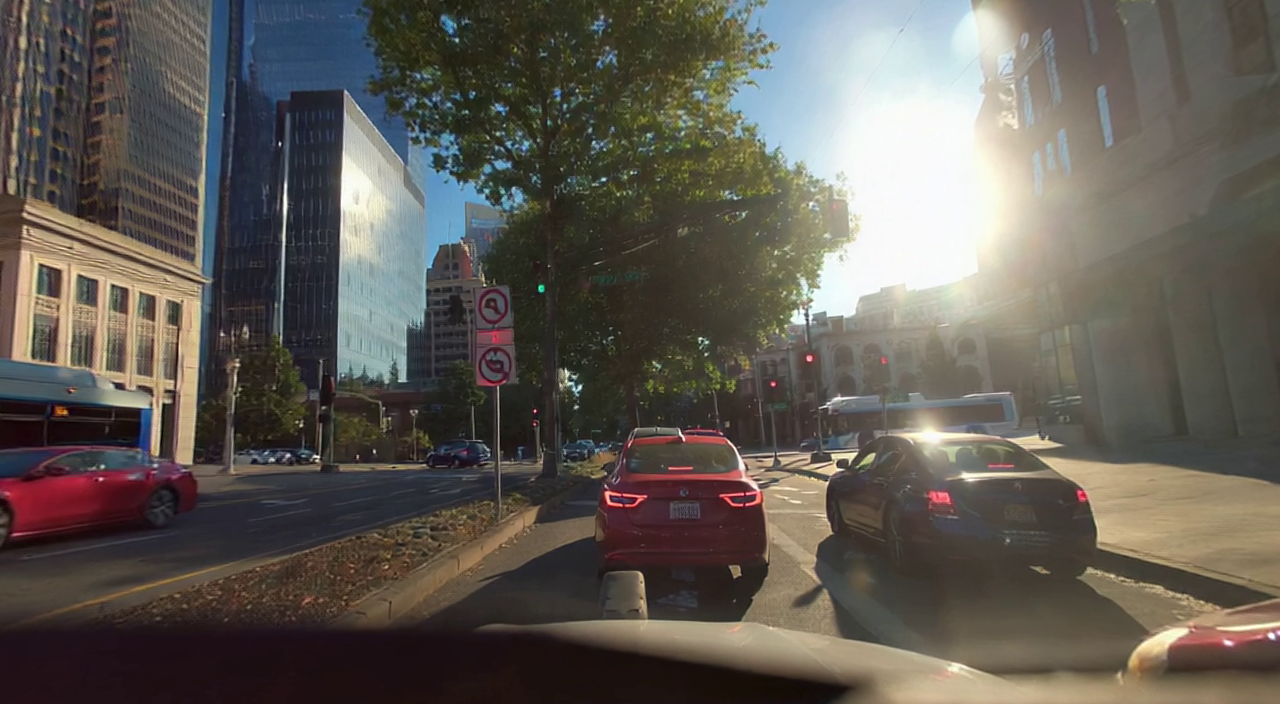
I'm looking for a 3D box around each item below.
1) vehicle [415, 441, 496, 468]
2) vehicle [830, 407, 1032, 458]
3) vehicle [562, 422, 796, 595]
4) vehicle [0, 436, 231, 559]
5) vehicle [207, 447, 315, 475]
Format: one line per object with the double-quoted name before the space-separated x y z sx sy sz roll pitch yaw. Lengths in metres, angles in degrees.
"vehicle" -11.844 6.553 40.654 4.561 1.645 1.892 6 -10 -35
"vehicle" 22.149 6.284 48.962 13.811 3.706 2.997 -1 -9 5
"vehicle" 0.367 1.630 7.394 2.006 1.470 3.799 0 -8 1
"vehicle" -8.913 2.061 9.573 2.066 1.506 4.900 0 -8 1
"vehicle" -21.446 6.154 35.944 1.883 1.461 4.830 -5 -10 32
